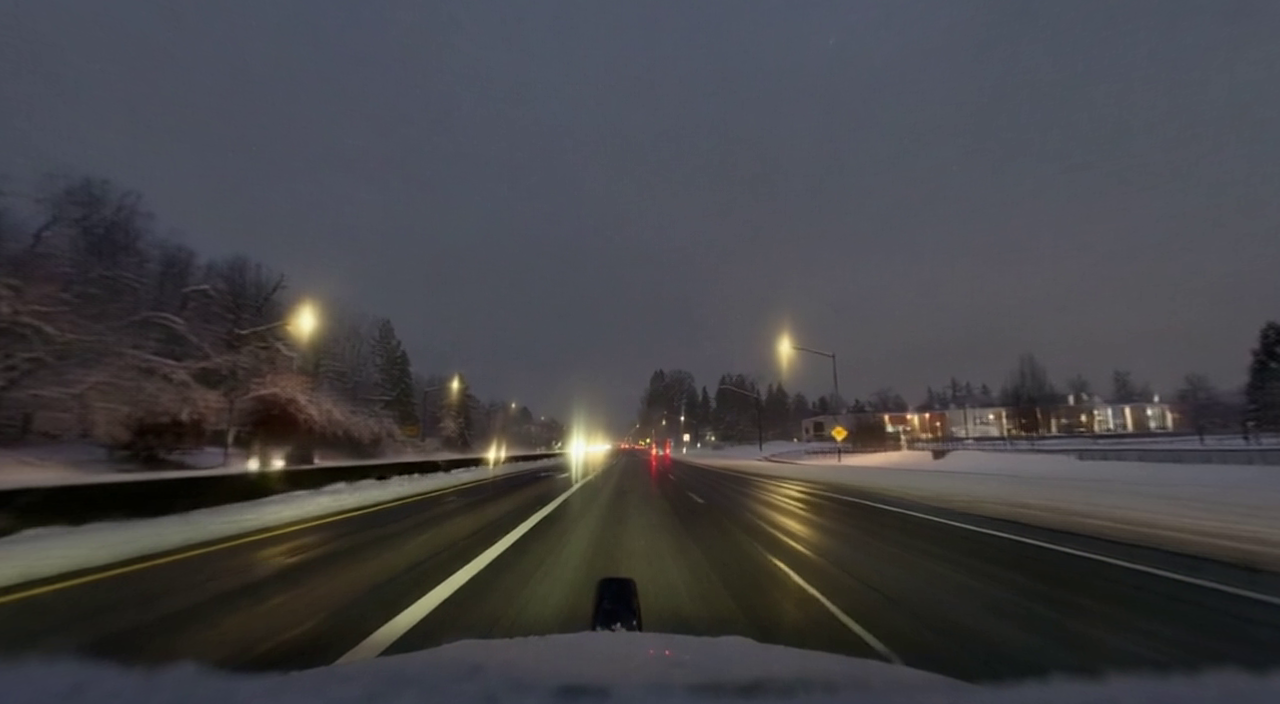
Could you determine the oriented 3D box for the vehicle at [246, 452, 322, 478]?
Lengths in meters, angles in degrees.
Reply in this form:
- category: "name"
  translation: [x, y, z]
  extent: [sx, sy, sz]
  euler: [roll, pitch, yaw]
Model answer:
- category: "vehicle"
  translation: [-22.223, 7.036, 39.689]
  extent: [1.908, 1.506, 4.951]
  euler: [0, -9, -1]
